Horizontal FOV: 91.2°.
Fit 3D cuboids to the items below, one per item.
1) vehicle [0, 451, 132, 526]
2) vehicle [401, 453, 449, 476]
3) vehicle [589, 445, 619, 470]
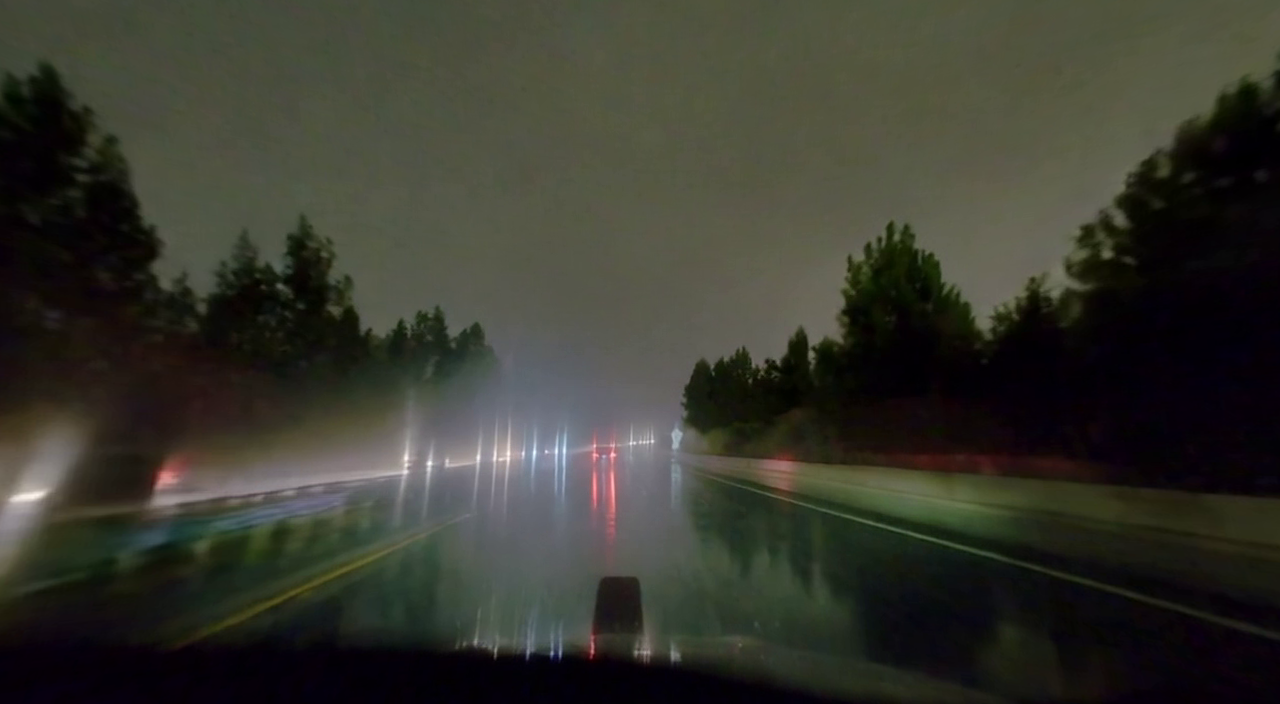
[{"bbox_3d":[-15.019,3.190,14.945,1.961,1.621,4.588,0,-9,-1],"label":"vehicle"},{"bbox_3d":[-15.202,7.992,44.550,1.849,1.497,4.415,0,-9,-1],"label":"vehicle"},{"bbox_3d":[-2.633,7.827,46.644,2.098,1.692,4.038,0,-9,-2],"label":"vehicle"}]
